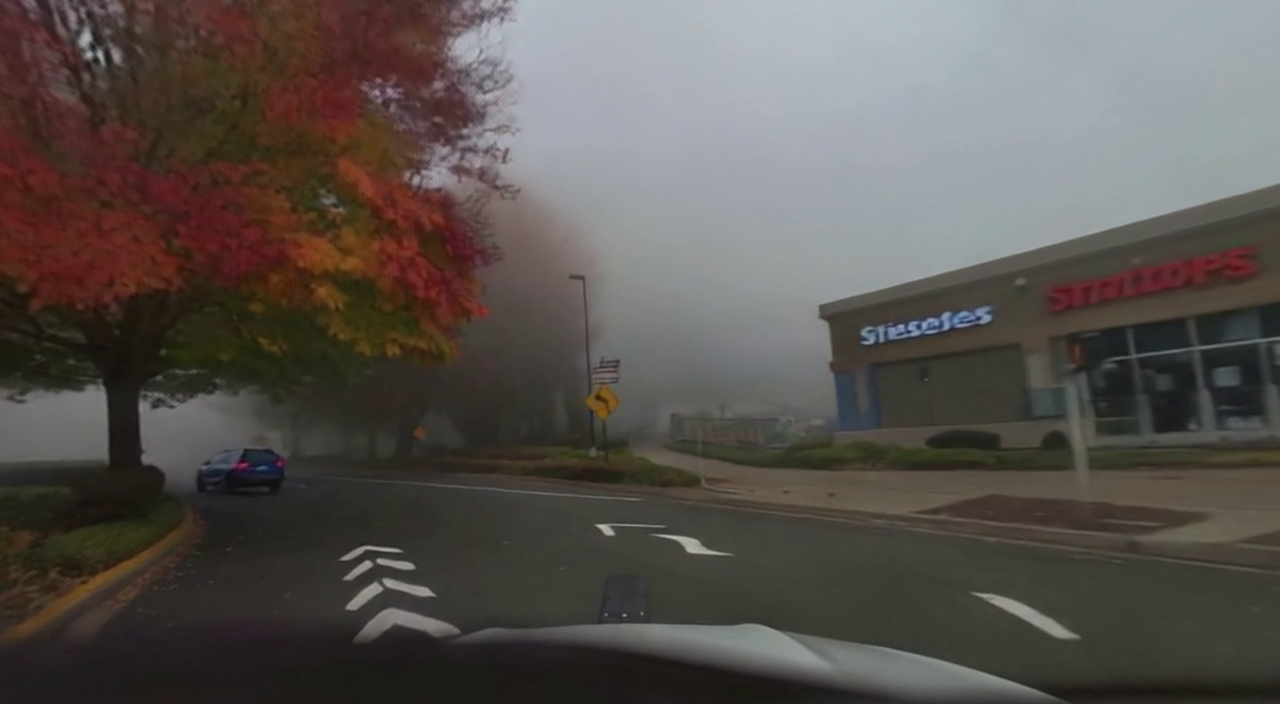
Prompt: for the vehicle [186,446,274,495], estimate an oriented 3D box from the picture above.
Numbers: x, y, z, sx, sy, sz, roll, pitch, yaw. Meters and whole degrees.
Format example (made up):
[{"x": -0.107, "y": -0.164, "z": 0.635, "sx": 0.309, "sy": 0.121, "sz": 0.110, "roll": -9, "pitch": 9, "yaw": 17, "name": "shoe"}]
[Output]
[{"x": -17.365, "y": 4.929, "z": 26.582, "sx": 2.146, "sy": 1.814, "sz": 5.110, "roll": 8, "pitch": -13, "yaw": -42, "name": "vehicle"}]
